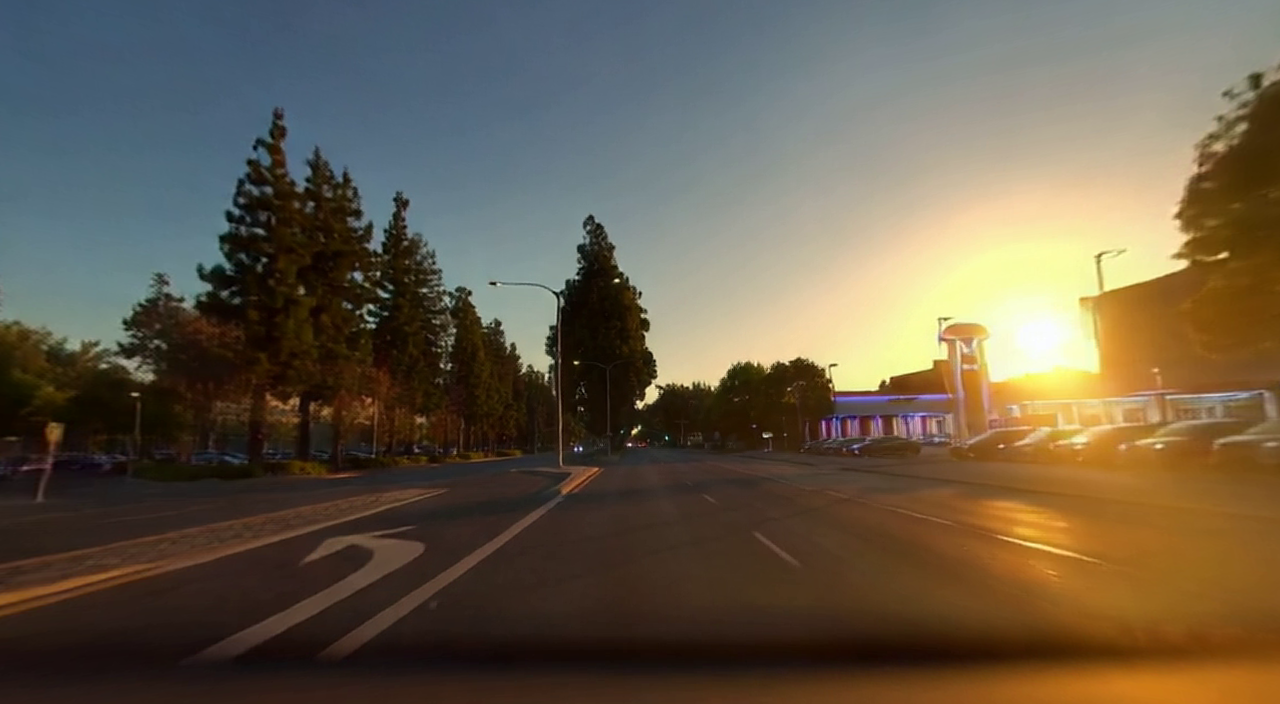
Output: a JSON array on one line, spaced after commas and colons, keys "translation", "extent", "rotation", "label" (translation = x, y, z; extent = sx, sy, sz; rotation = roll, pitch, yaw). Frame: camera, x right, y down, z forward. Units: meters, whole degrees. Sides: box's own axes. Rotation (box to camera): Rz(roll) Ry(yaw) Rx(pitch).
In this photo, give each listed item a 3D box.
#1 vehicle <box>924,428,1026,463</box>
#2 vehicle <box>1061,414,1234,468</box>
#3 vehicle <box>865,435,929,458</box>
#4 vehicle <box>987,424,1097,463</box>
[{"translation": [17.219, 4.862, 32.875], "extent": [2.196, 1.667, 5.262], "rotation": [0, -8, -3], "label": "vehicle"}, {"translation": [17.624, 3.181, 22.344], "extent": [1.912, 1.646, 4.870], "rotation": [-1, -9, -2], "label": "vehicle"}, {"translation": [18.984, 6.985, 46.572], "extent": [4.515, 1.606, 1.910], "rotation": [5, -10, -30], "label": "vehicle"}, {"translation": [17.441, 4.035, 27.703], "extent": [1.841, 1.471, 4.367], "rotation": [-2, -9, -1], "label": "vehicle"}]
